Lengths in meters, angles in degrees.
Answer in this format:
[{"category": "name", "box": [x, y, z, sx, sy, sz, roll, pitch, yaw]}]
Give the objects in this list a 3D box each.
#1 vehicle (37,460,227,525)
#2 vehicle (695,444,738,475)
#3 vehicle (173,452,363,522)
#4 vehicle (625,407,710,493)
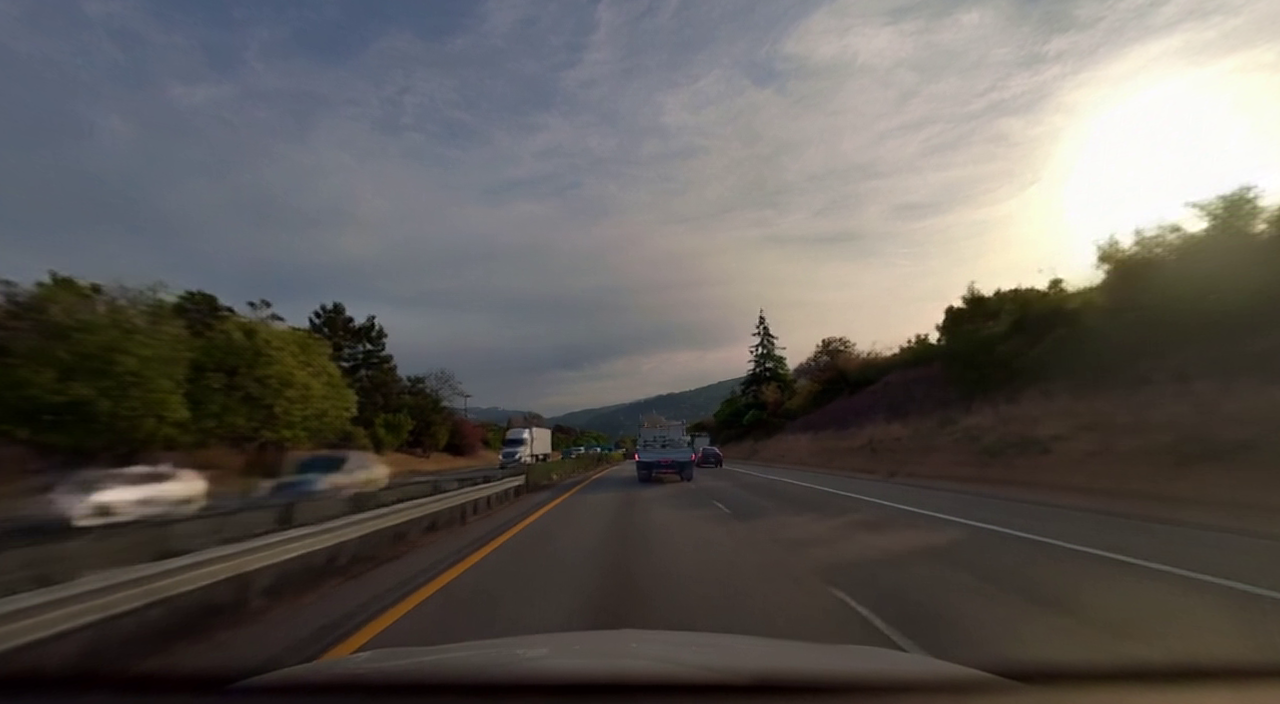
[{"category": "vehicle", "box": [-13.490, 3.702, 17.107, 1.900, 1.459, 3.853, 0, -9, 0]}, {"category": "vehicle", "box": [3.813, 5.443, 32.134, 1.654, 1.441, 4.066, 0, -9, -1]}, {"category": "vehicle", "box": [-9.164, 3.323, 16.139, 2.090, 1.496, 4.568, 0, -9, 0]}, {"category": "vehicle", "box": [0.742, 3.275, 21.161, 2.423, 2.517, 5.055, 0, -9, -2]}]
